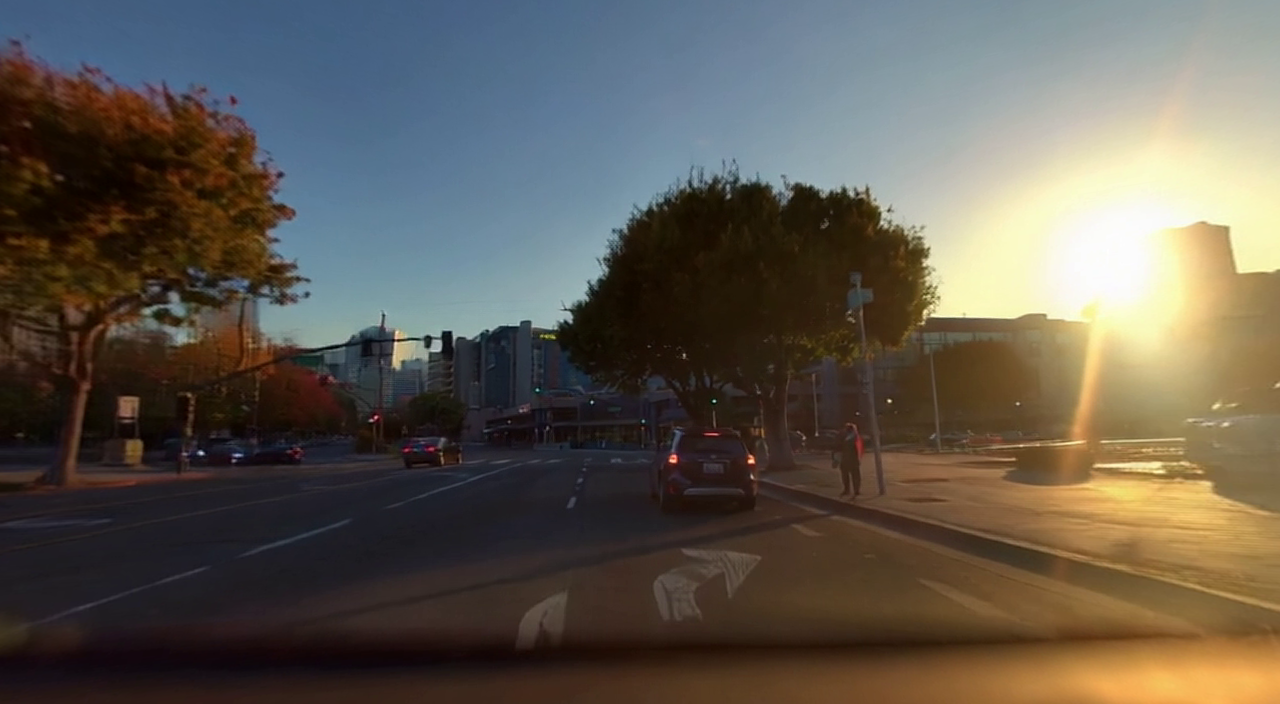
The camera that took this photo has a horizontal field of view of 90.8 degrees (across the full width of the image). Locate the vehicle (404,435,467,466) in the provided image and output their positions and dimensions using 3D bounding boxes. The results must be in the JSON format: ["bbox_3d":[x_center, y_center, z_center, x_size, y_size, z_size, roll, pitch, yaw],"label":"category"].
[{"bbox_3d":[-10.353,5.019,32.261,1.924,1.458,4.448,0,-8,-3],"label":"vehicle"}]

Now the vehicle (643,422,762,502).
[{"bbox_3d":[1.343,2.656,15.595,2.230,1.683,4.204,0,-8,-4],"label":"vehicle"}]
